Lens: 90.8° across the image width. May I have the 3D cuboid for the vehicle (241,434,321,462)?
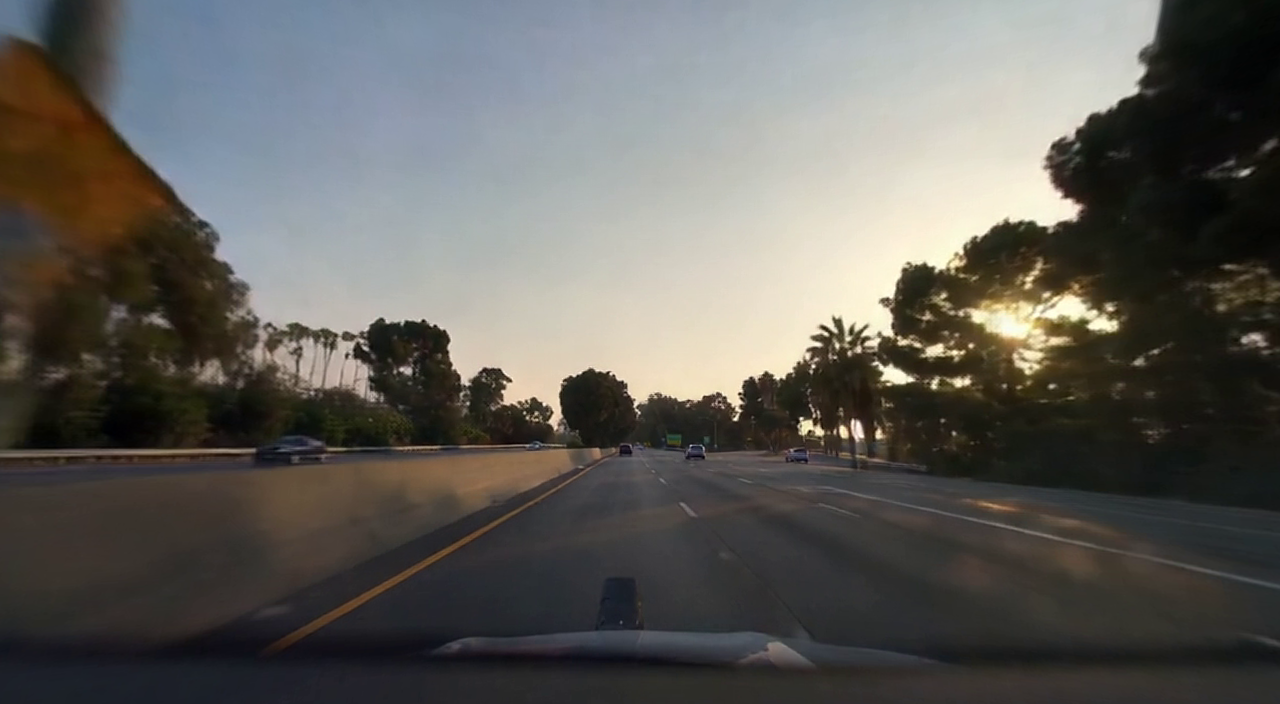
[{"bbox_3d":[-20.221,5.435,35.804,1.917,1.503,4.480,0,-8,0],"label":"vehicle"}]
